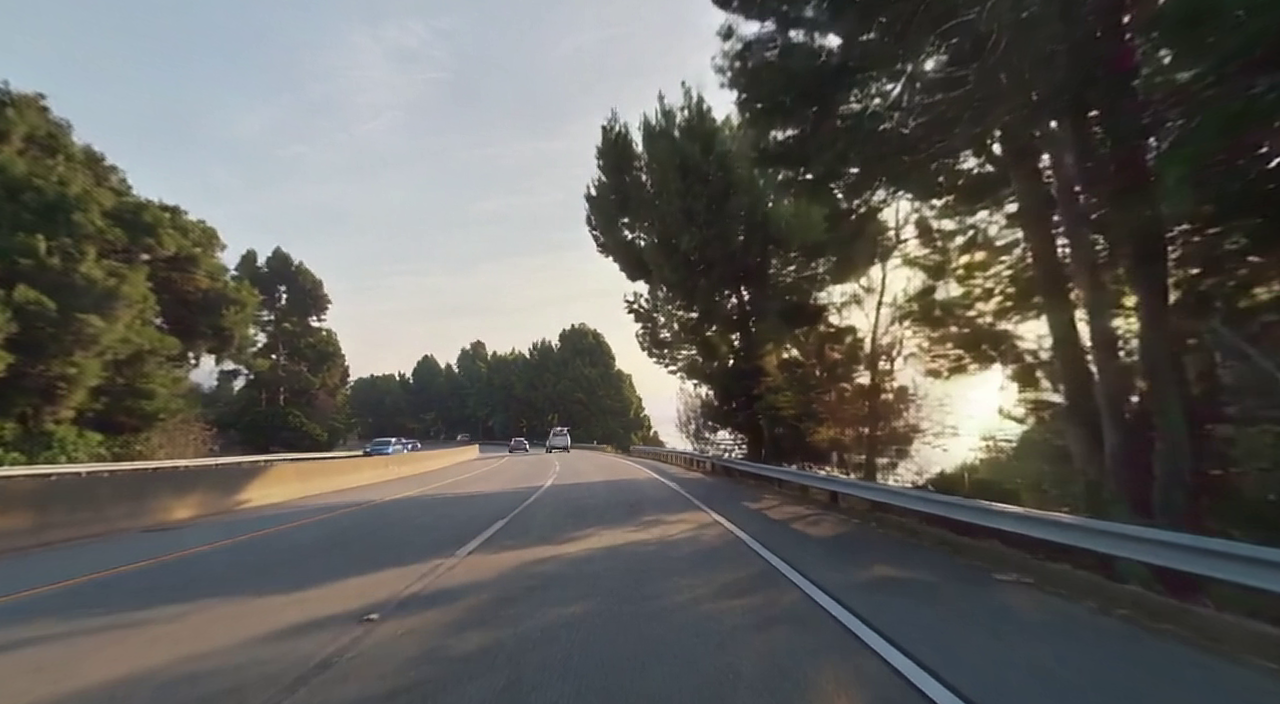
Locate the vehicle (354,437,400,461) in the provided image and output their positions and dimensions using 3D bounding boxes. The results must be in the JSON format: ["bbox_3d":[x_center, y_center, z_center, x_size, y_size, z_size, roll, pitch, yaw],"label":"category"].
[{"bbox_3d":[-19.976,7.384,48.098,2.331,1.704,4.213,2,-9,-11],"label":"vehicle"}]

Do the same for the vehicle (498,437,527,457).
[{"bbox_3d":[-10.012,7.466,49.421,2.065,1.466,4.281,2,-9,-13],"label":"vehicle"}]
